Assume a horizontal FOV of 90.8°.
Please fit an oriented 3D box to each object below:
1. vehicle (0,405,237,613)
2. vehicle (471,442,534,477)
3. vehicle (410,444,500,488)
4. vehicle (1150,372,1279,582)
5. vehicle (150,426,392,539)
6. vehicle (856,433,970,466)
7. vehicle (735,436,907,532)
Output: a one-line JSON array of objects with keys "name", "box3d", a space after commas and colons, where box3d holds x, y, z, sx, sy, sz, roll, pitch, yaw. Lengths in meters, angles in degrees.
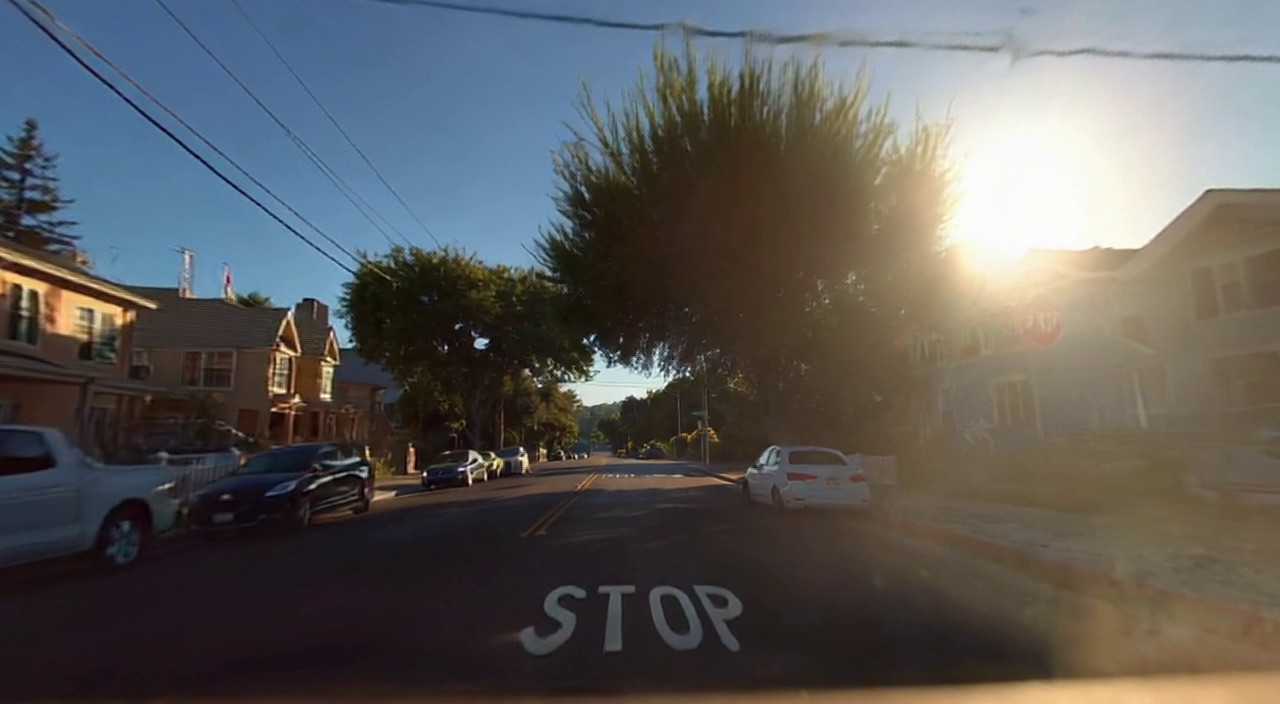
[{"name": "vehicle", "box3d": [-6.546, 1.400, 5.777, 2.136, 1.757, 5.365, 0, -9, 0]}, {"name": "vehicle", "box3d": [-6.546, 5.186, 30.602, 2.026, 1.560, 4.062, 0, -9, 2]}, {"name": "vehicle", "box3d": [-6.811, 4.225, 23.829, 2.056, 1.481, 4.451, 0, -9, 0]}, {"name": "vehicle", "box3d": [8.415, 1.031, 5.647, 5.541, 1.820, 2.319, -2, -10, 1]}, {"name": "vehicle", "box3d": [-6.561, 2.351, 12.025, 1.896, 1.703, 4.586, 0, -9, -1]}, {"name": "vehicle", "box3d": [16.874, 6.059, 39.278, 6.022, 1.953, 2.250, 0, -9, 1]}, {"name": "vehicle", "box3d": [3.367, 2.561, 13.057, 1.963, 1.536, 5.446, 0, -9, 0]}]
